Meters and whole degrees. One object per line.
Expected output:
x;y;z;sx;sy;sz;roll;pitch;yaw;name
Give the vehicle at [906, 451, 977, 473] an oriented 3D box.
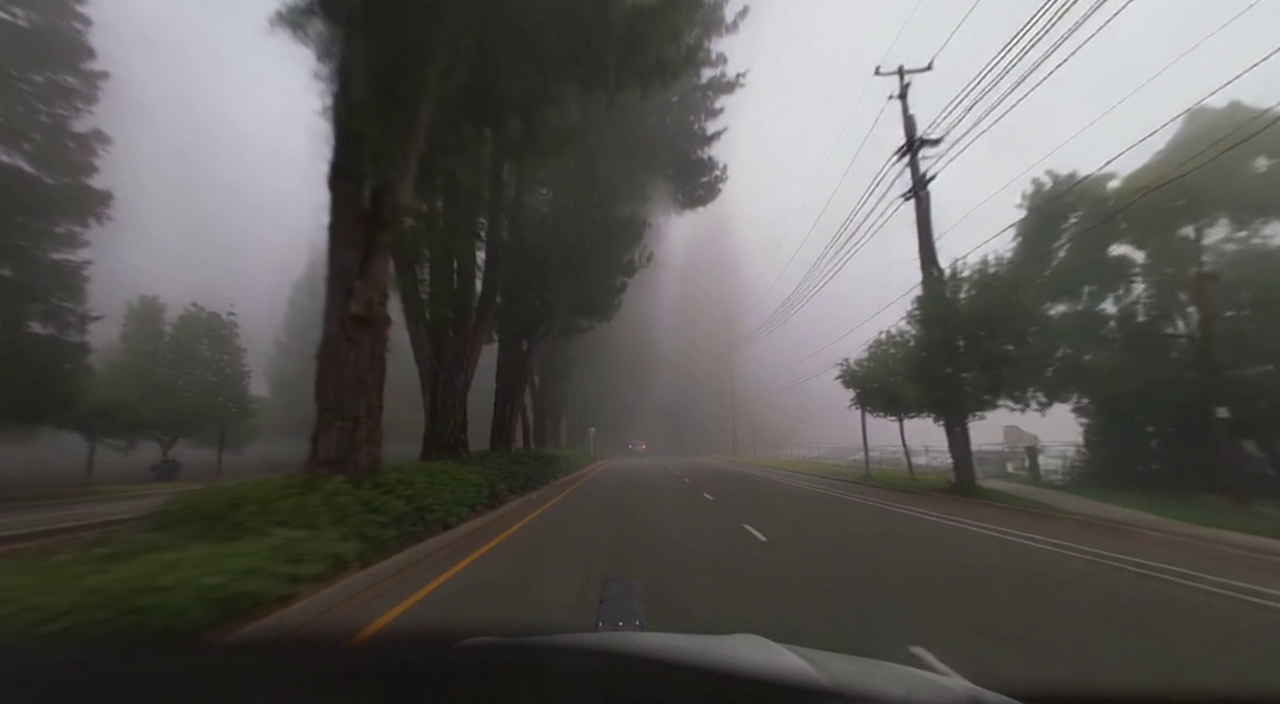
23.736;8.671;49.861;4.519;1.658;1.911;-1;-8;0;vehicle
